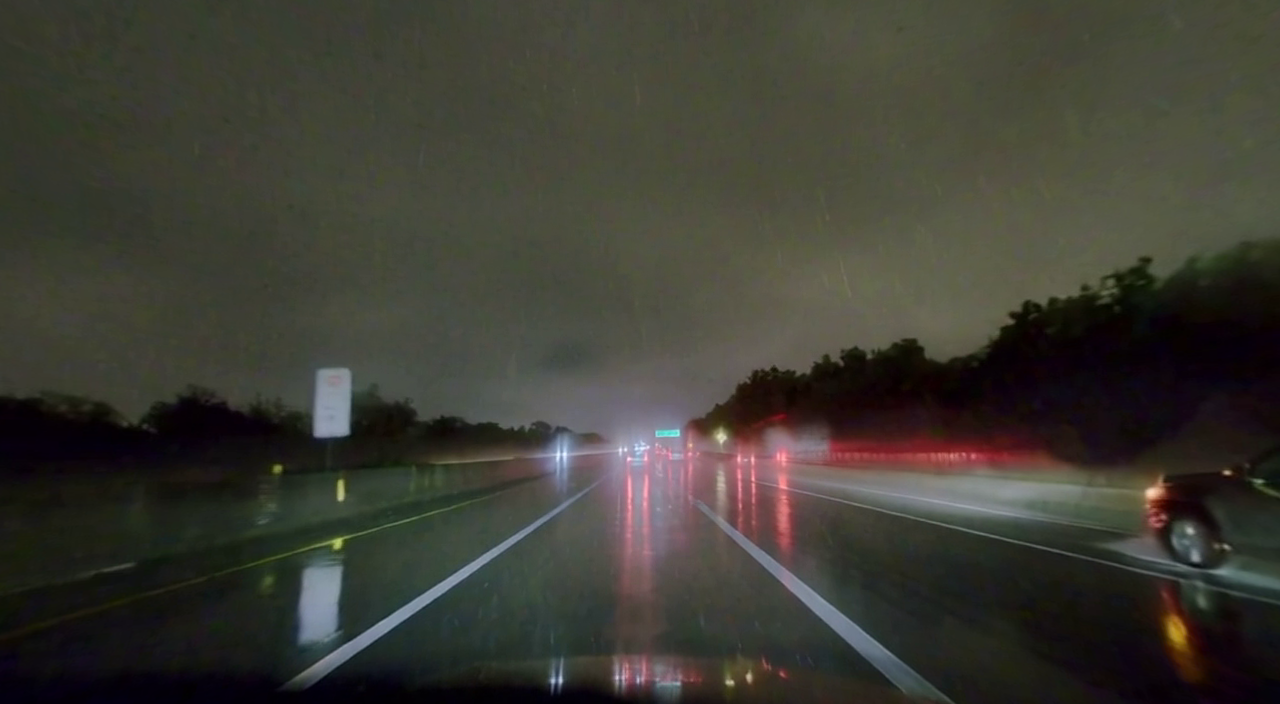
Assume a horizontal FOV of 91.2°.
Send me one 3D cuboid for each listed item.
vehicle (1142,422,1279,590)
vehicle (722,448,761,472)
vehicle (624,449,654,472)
[{"bbox_3d":[6.924,1.293,4.993,2.008,1.533,4.592,0,-9,0],"label":"vehicle"},{"bbox_3d":[6.718,7.182,41.838,1.941,1.485,3.701,0,-9,-1],"label":"vehicle"},{"bbox_3d":[-0.054,7.706,44.791,2.025,1.526,4.181,0,-9,0],"label":"vehicle"}]
